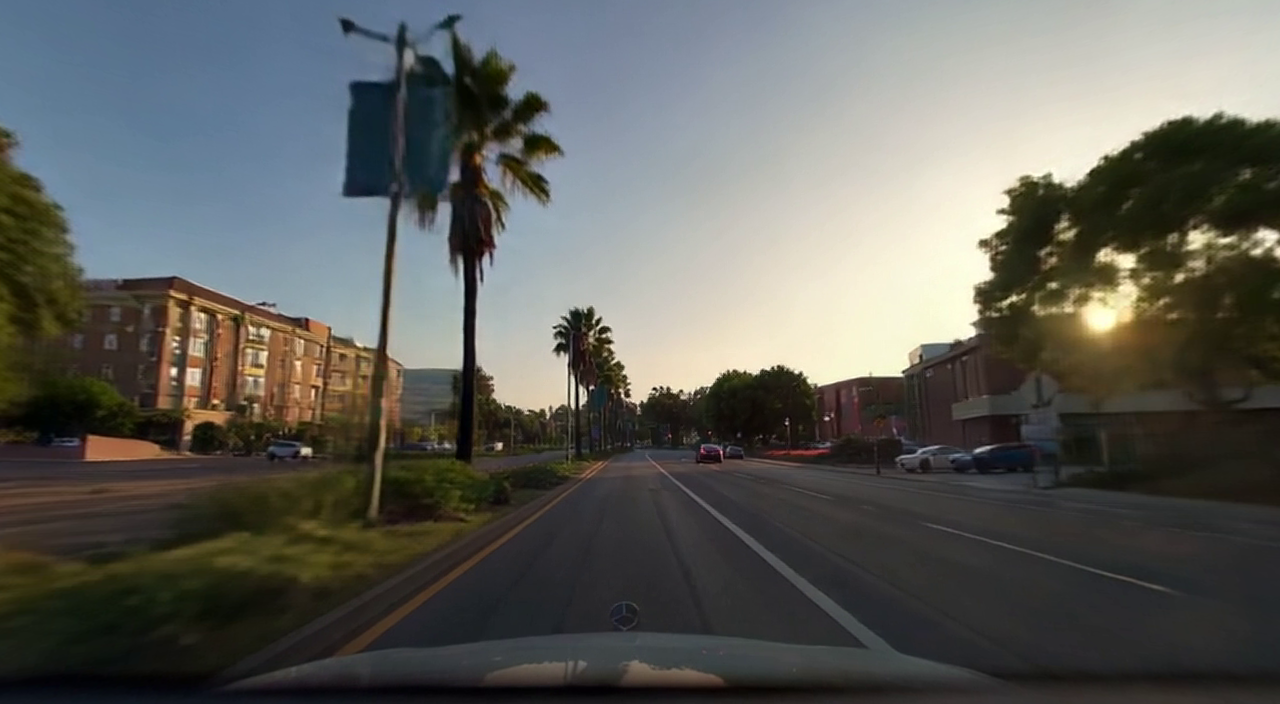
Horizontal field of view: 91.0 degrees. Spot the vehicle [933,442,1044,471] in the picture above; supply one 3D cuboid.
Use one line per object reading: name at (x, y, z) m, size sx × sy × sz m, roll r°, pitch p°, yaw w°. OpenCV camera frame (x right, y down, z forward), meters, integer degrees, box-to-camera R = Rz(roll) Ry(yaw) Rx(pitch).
vehicle at (17.724, 5.322, 32.147) m, size 4.526 × 1.429 × 1.815 m, roll 0°, pitch -8°, yaw 2°
